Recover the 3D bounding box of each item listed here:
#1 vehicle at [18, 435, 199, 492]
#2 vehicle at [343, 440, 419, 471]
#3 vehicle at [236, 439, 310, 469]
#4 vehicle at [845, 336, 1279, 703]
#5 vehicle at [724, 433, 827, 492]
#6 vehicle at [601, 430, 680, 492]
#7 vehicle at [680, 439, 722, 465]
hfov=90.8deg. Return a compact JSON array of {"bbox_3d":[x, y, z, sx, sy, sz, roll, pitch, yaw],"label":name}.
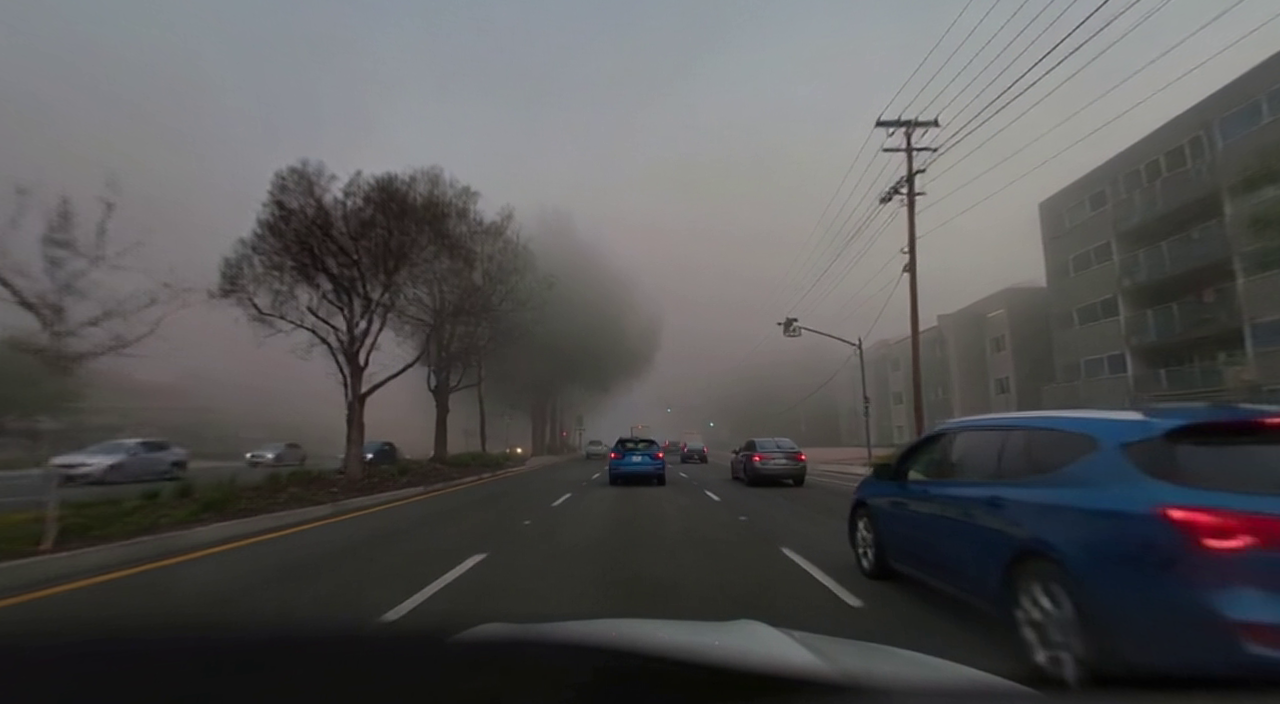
[{"bbox_3d":[-17.037,3.596,20.662,1.905,1.634,4.617,0,-9,0],"label":"vehicle"},{"bbox_3d":[-13.928,5.594,34.316,1.951,1.538,4.940,0,-9,1],"label":"vehicle"},{"bbox_3d":[-22.361,6.233,38.715,1.923,1.672,4.303,0,-9,1],"label":"vehicle"},{"bbox_3d":[3.111,1.041,3.722,2.123,1.657,4.719,0,-9,-1],"label":"vehicle"},{"bbox_3d":[3.871,3.267,18.965,2.086,1.534,4.351,0,-9,-1],"label":"vehicle"},{"bbox_3d":[-0.007,3.191,18.713,2.073,1.606,3.933,0,-9,-1],"label":"vehicle"},{"bbox_3d":[3.658,6.116,38.777,2.054,1.461,4.321,0,-9,-1],"label":"vehicle"}]
